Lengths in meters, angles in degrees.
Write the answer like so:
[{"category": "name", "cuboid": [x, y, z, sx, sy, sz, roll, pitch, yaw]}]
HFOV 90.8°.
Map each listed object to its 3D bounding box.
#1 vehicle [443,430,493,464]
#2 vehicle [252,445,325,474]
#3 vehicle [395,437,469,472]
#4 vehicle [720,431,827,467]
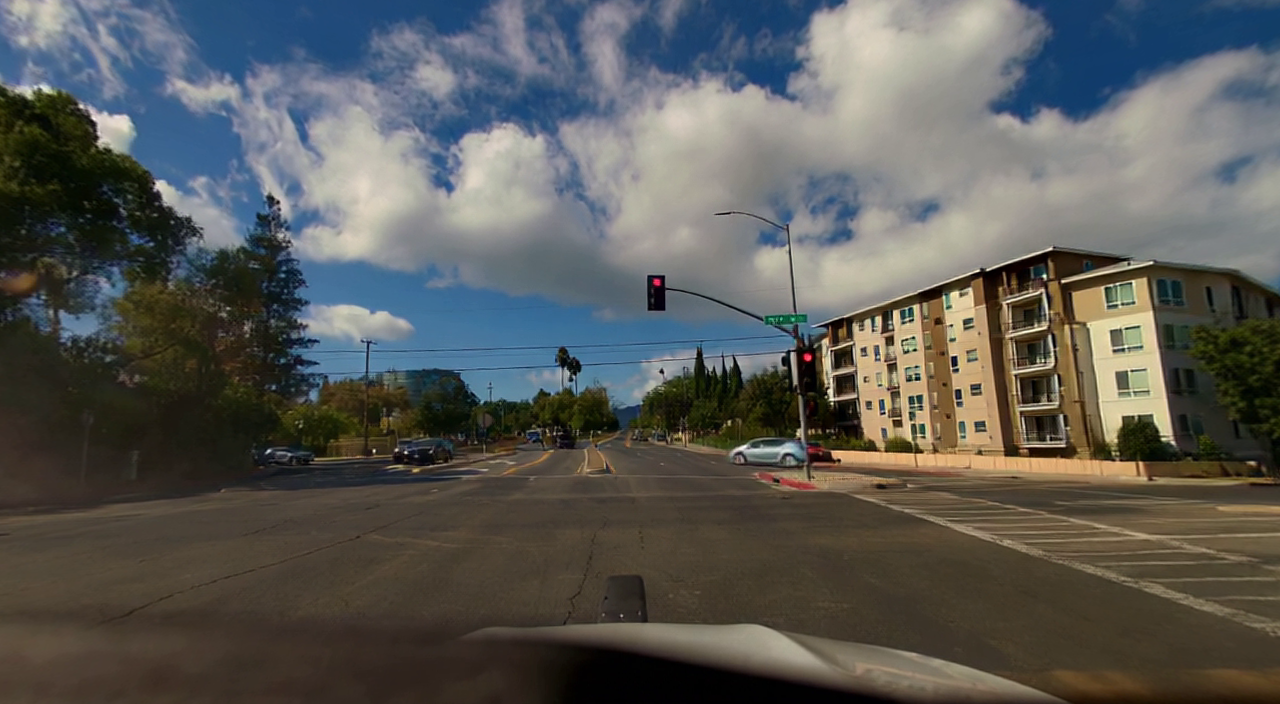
[{"category": "vehicle", "cuboid": [-9.761, 5.455, 36.177, 1.910, 1.818, 4.057, 0, -9, -3]}, {"category": "vehicle", "cuboid": [-21.075, 6.453, 38.107, 1.981, 1.628, 4.336, 0, -9, -1]}, {"category": "vehicle", "cuboid": [-9.670, 4.801, 29.768, 2.116, 1.521, 4.294, 0, -9, -1]}, {"category": "vehicle", "cuboid": [6.363, 4.712, 30.666, 2.073, 1.571, 4.790, 7, -11, -39]}]
